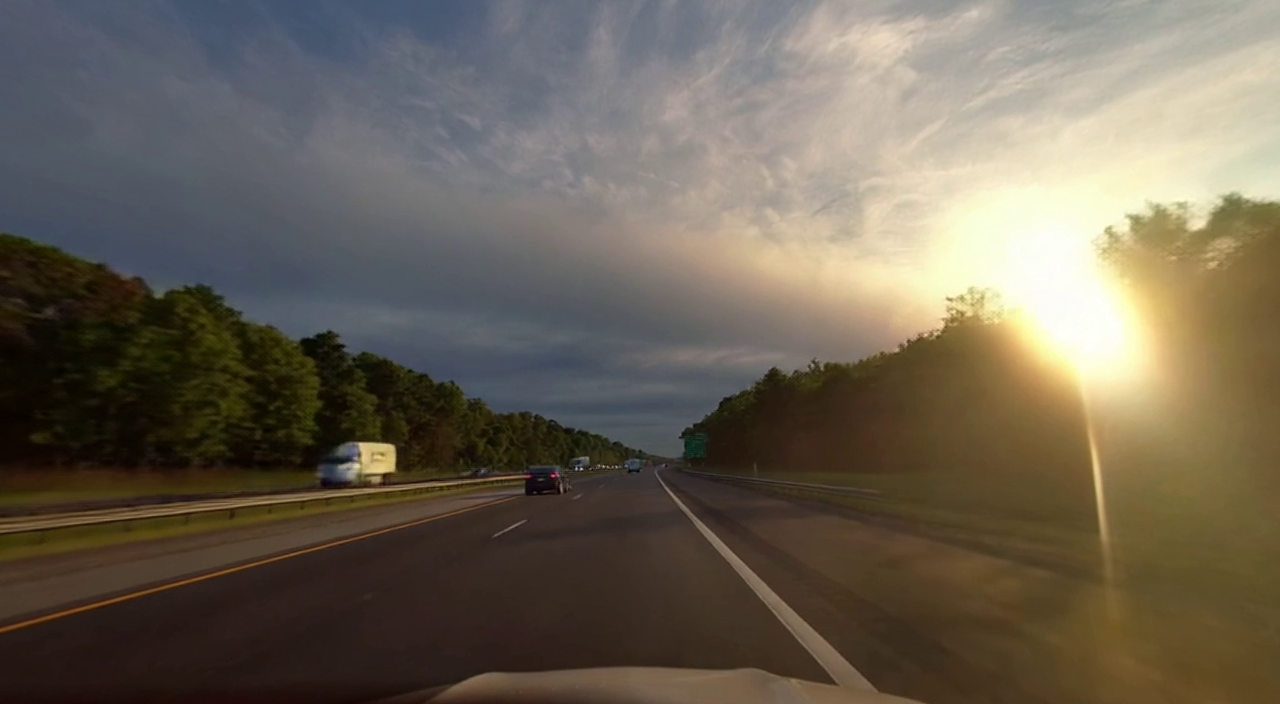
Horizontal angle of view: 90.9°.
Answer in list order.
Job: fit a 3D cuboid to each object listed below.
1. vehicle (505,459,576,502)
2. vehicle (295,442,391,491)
[{"bbox_3d":[-3.788,5.019,24.883,2.043,1.486,4.442,0,-10,0],"label":"vehicle"},{"bbox_3d":[-17.734,6.944,38.233,2.261,2.667,7.060,0,-10,1],"label":"vehicle"}]
